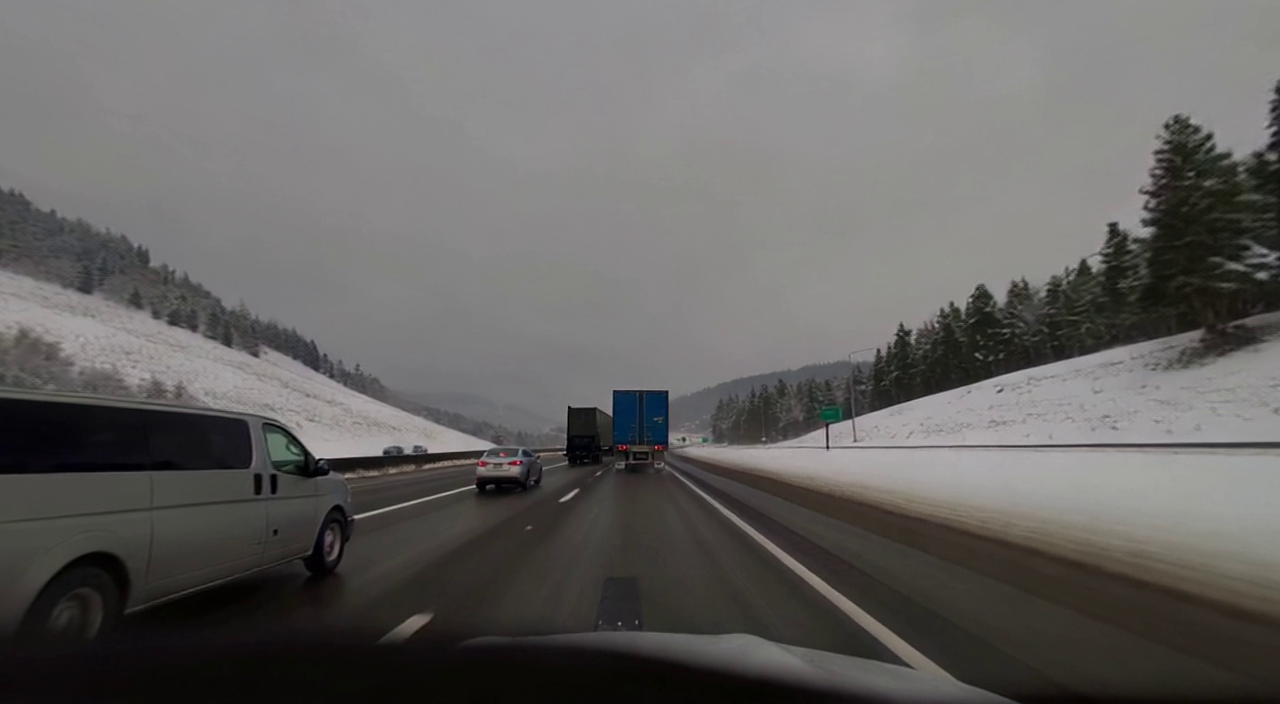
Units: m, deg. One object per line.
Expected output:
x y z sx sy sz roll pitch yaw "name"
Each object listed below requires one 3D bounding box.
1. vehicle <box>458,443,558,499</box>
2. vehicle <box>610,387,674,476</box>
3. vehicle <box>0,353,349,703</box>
-3.708 3.405 18.541 1.950 1.446 4.224 0 -8 1 "vehicle"
0.242 4.372 33.978 2.913 3.988 10.874 -1 -8 2 "vehicle"
-4.159 1.068 4.130 2.136 1.779 4.875 0 -8 0 "vehicle"
